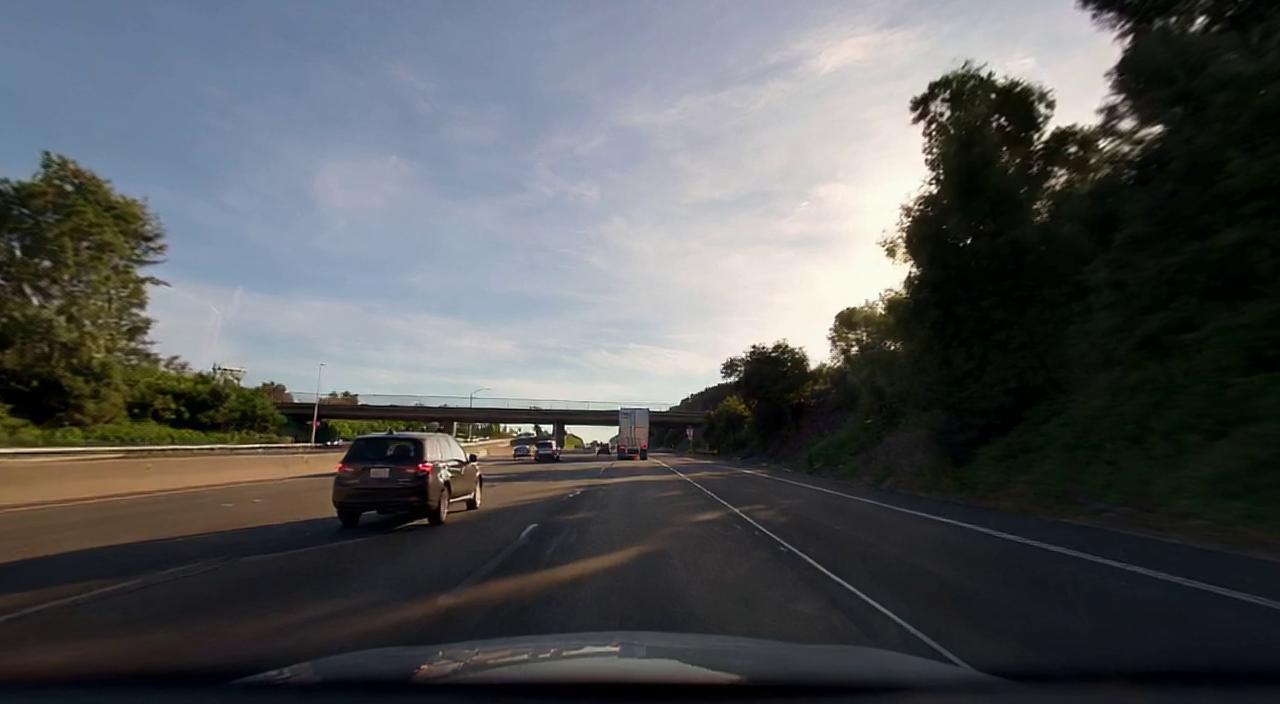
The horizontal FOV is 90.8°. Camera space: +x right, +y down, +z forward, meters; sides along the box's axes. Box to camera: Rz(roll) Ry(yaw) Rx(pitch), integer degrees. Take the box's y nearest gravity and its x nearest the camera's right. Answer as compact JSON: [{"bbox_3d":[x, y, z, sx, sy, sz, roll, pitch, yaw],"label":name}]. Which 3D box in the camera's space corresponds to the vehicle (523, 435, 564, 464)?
[{"bbox_3d":[-7.174,7.330,47.603,2.247,2.001,5.002,0,-9,0],"label":"vehicle"}]

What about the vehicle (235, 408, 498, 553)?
[{"bbox_3d":[-3.791,1.879,9.891,2.077,1.716,4.514,0,-9,0],"label":"vehicle"}]
